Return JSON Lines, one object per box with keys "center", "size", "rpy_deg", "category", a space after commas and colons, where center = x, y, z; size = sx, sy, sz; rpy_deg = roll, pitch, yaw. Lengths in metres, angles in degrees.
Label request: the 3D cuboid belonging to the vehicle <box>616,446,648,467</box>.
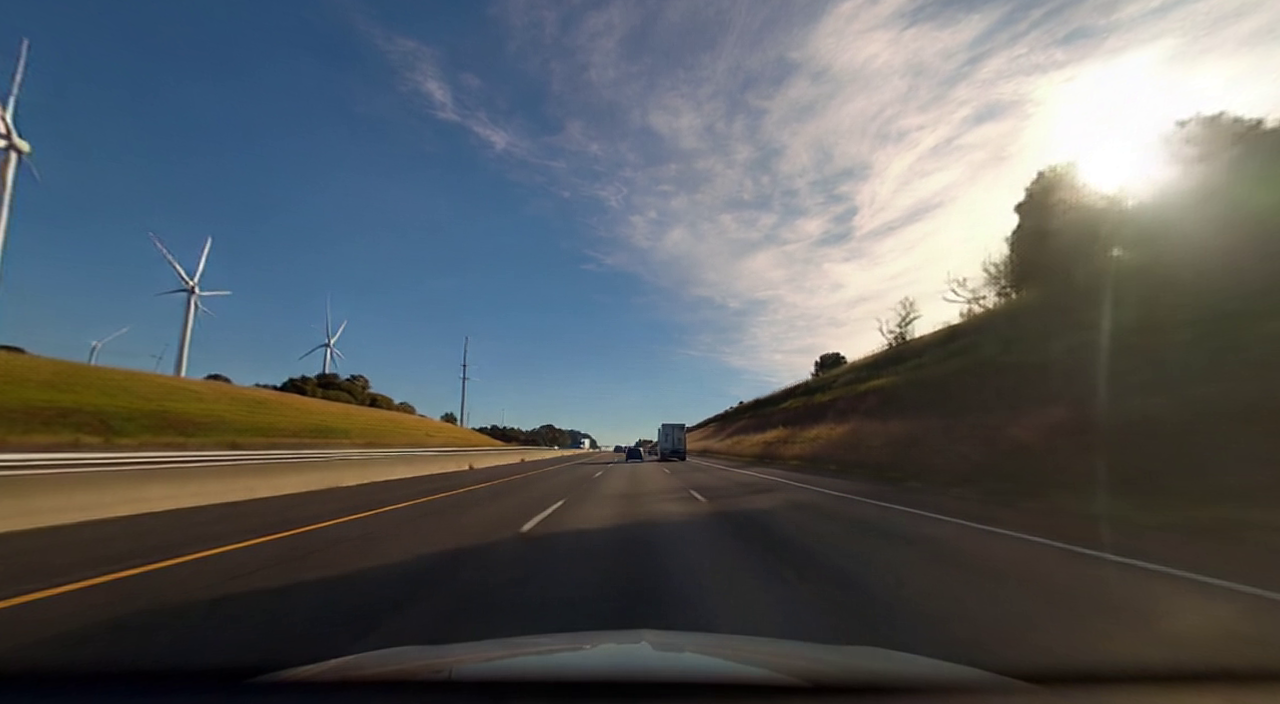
{"center": [-0.588, 7.689, 46.436], "size": [2.209, 1.453, 3.695], "rpy_deg": [0, -9, -1], "category": "vehicle"}
